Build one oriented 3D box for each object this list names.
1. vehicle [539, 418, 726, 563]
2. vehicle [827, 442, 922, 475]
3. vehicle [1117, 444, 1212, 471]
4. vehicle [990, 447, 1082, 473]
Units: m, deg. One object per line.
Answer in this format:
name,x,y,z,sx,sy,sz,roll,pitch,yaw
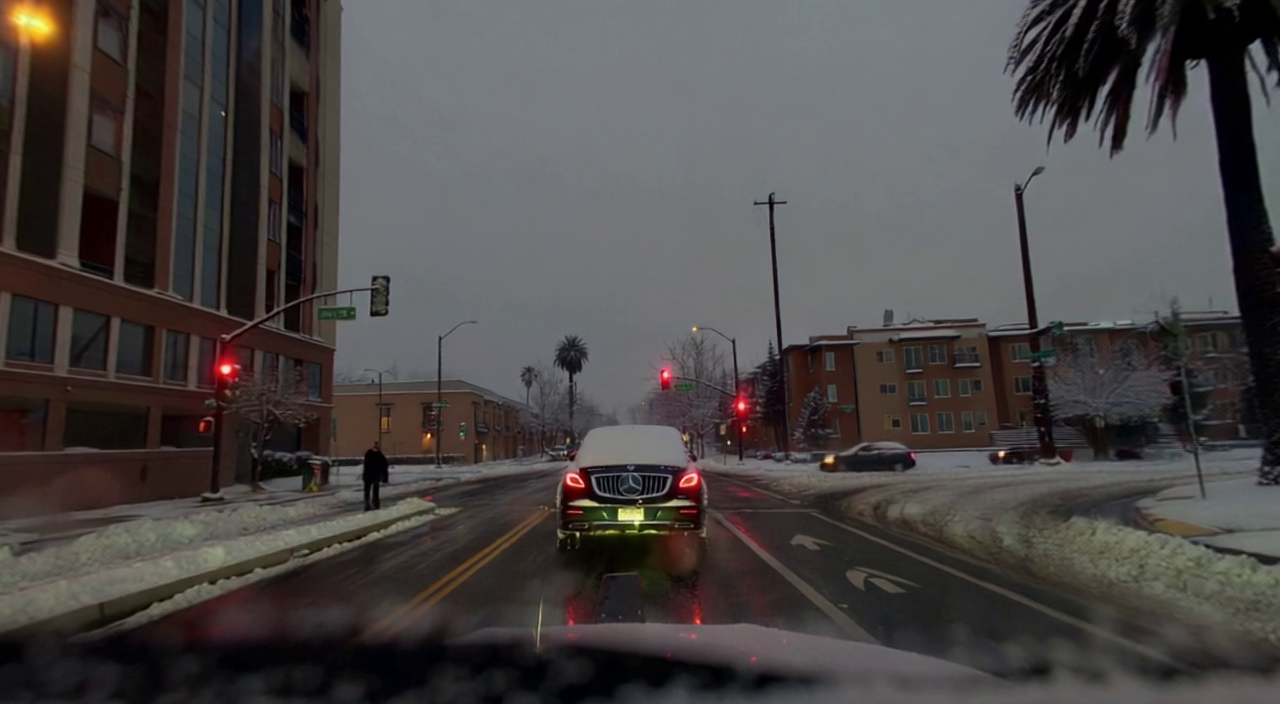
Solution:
vehicle,-0.089,1.873,9.224,2.144,1.643,3.770,0,-8,0
vehicle,13.082,5.985,35.569,4.649,1.760,2.029,-2,-9,12
vehicle,32.134,6.469,38.780,4.234,1.613,1.812,0,-8,-1
vehicle,24.193,6.600,38.688,4.417,1.462,1.761,0,-8,-1
